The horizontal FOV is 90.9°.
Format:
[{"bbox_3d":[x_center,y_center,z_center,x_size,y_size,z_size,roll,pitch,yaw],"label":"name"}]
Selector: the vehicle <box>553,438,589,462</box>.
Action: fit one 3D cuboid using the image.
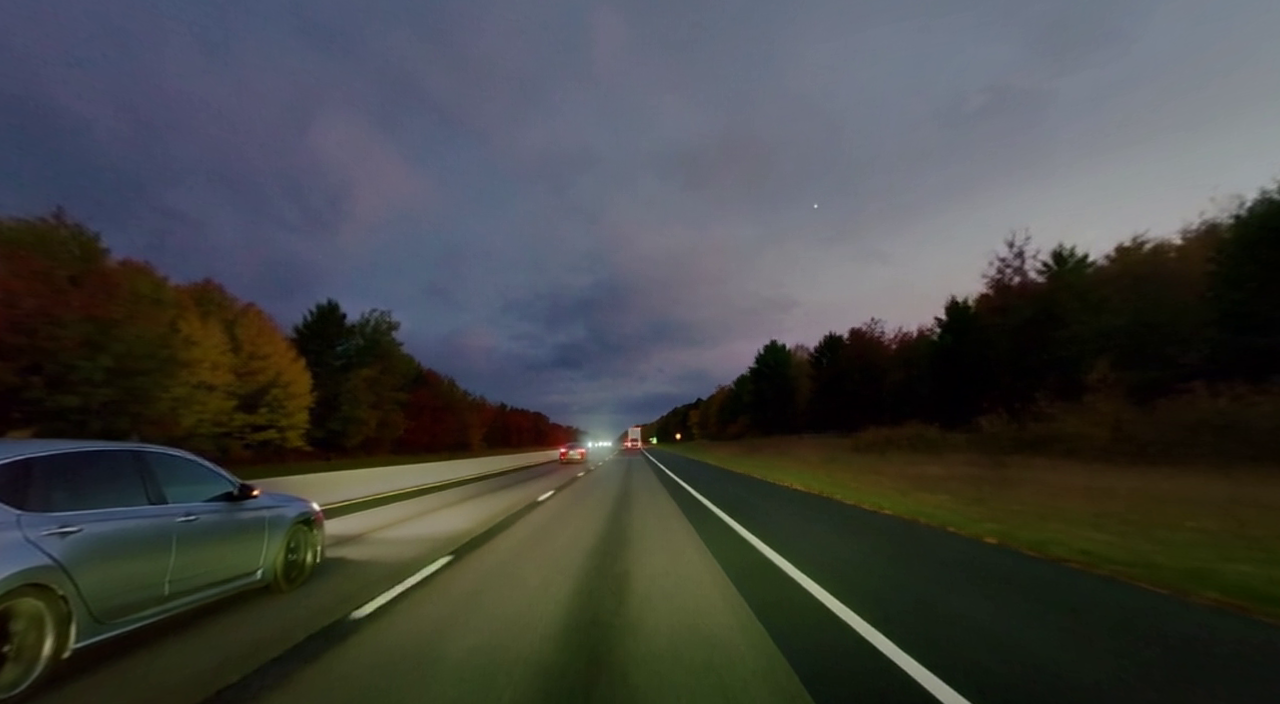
[{"bbox_3d":[-4.564,6.535,42.108,2.002,1.553,4.247,0,-8,-1],"label":"vehicle"}]
